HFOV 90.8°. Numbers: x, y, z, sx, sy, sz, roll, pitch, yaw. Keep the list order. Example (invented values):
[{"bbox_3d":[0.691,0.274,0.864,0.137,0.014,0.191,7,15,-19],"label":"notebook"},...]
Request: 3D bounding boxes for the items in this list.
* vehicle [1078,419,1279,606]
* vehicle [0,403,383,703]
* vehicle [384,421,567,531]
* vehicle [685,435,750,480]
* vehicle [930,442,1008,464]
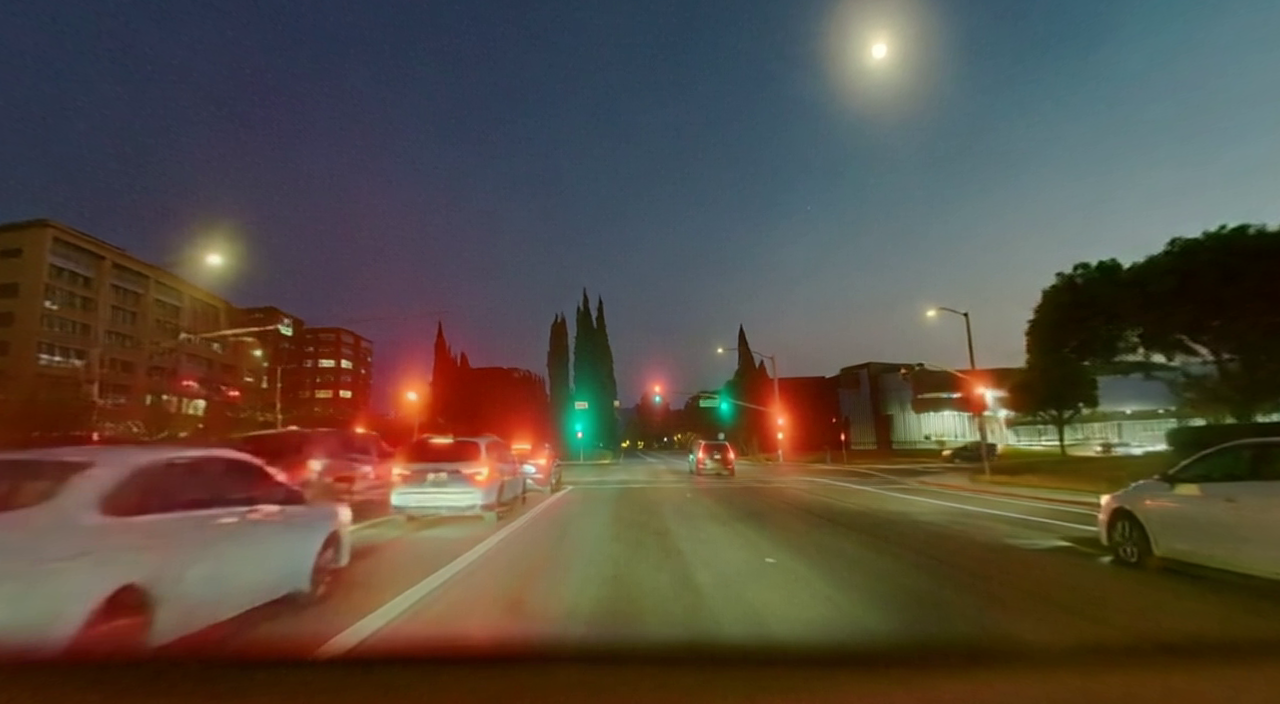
[{"bbox_3d":[6.568,1.434,5.770,2.000,1.618,4.238,0,-9,-1],"label":"vehicle"},{"bbox_3d":[-3.513,1.167,3.858,1.923,1.494,4.672,0,-9,0],"label":"vehicle"},{"bbox_3d":[-3.024,2.473,13.377,2.313,1.752,6.152,0,-9,-1],"label":"vehicle"},{"bbox_3d":[3.263,4.593,27.676,2.095,1.759,4.862,0,-9,-2],"label":"vehicle"},{"bbox_3d":[23.246,7.153,44.705,4.411,1.464,1.938,0,-9,-2],"label":"vehicle"}]
